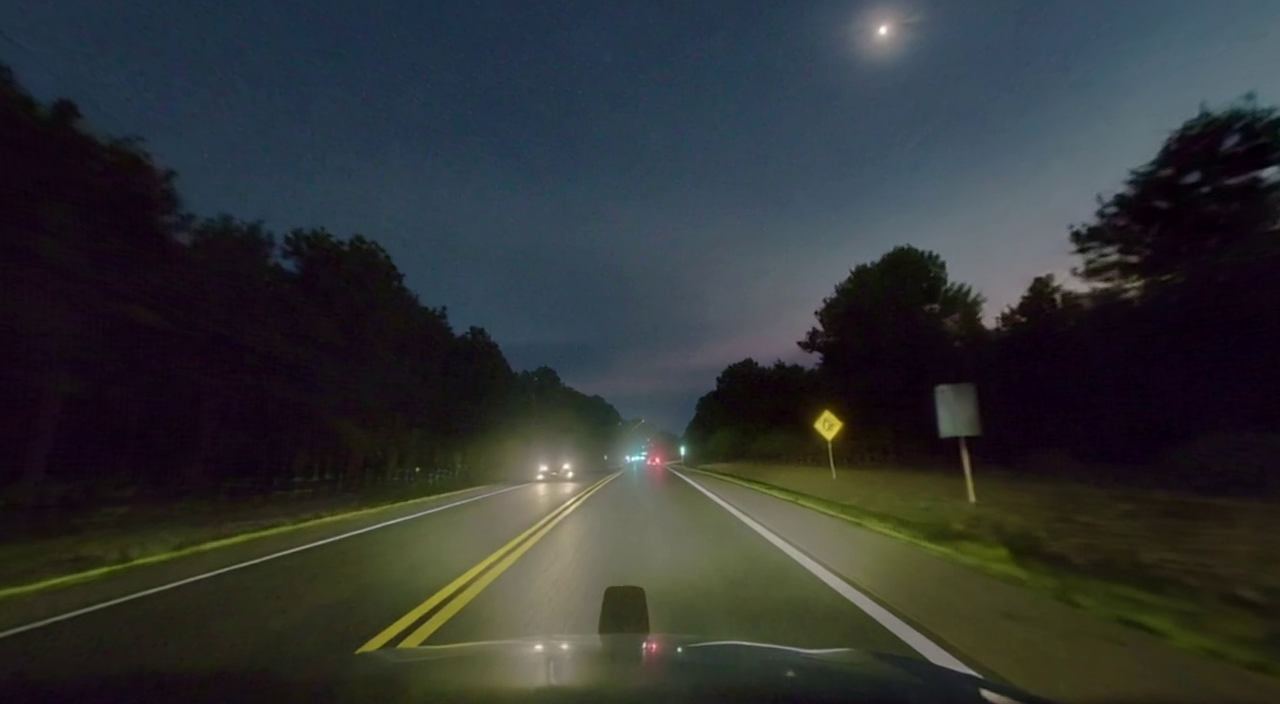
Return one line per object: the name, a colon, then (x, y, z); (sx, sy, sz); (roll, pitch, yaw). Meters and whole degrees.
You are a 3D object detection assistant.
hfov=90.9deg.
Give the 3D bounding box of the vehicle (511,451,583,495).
vehicle: (-3.471, 4.607, 24.411); (1.937, 1.473, 4.570); (0, -8, 2)
